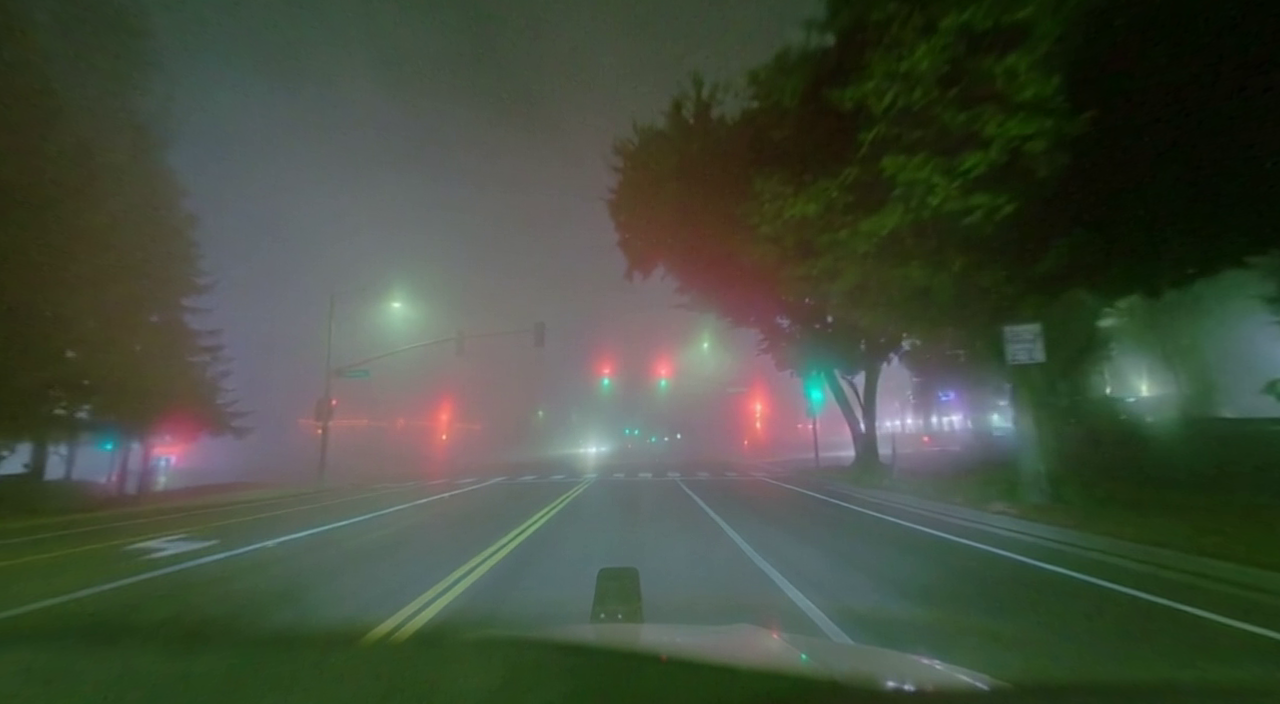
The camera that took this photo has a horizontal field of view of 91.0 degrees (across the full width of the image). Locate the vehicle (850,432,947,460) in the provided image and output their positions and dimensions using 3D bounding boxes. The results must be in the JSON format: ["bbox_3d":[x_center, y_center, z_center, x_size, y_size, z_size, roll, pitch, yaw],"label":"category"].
[{"bbox_3d":[15.051,5.518,36.859,4.704,1.544,2.112,0,-9,1],"label":"vehicle"}]

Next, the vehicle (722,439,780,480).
[{"bbox_3d":[4.468,4.288,25.393,2.064,1.470,4.610,-1,-9,10],"label":"vehicle"}]
